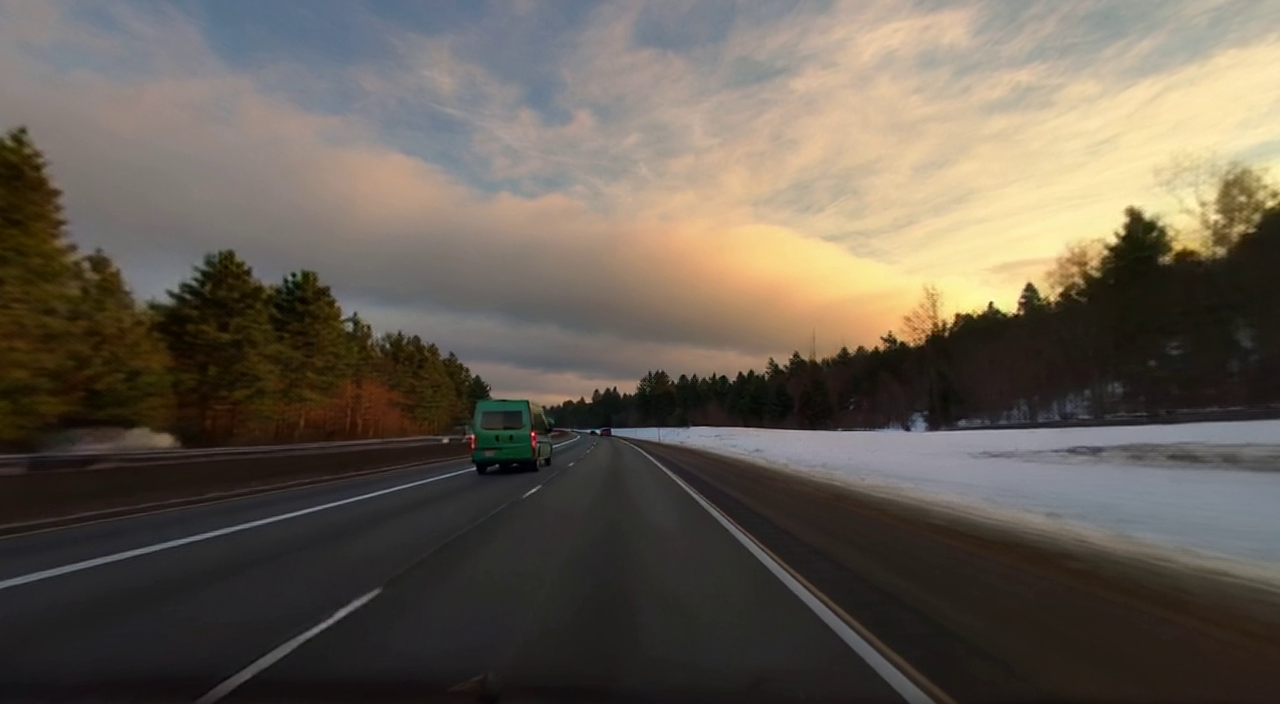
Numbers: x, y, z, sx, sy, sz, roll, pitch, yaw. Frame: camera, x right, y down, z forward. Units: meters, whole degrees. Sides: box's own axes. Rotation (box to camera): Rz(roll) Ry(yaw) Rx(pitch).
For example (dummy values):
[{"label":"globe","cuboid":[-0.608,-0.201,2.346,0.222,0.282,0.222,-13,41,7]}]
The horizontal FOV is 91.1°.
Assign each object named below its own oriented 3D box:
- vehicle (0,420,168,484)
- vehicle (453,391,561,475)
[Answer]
[{"label":"vehicle","cuboid":[-15.320,2.669,17.107,1.825,1.536,4.043,0,-8,-1]},{"label":"vehicle","cuboid":[-4.337,2.790,21.644,2.561,2.509,5.465,0,-8,-1]}]
